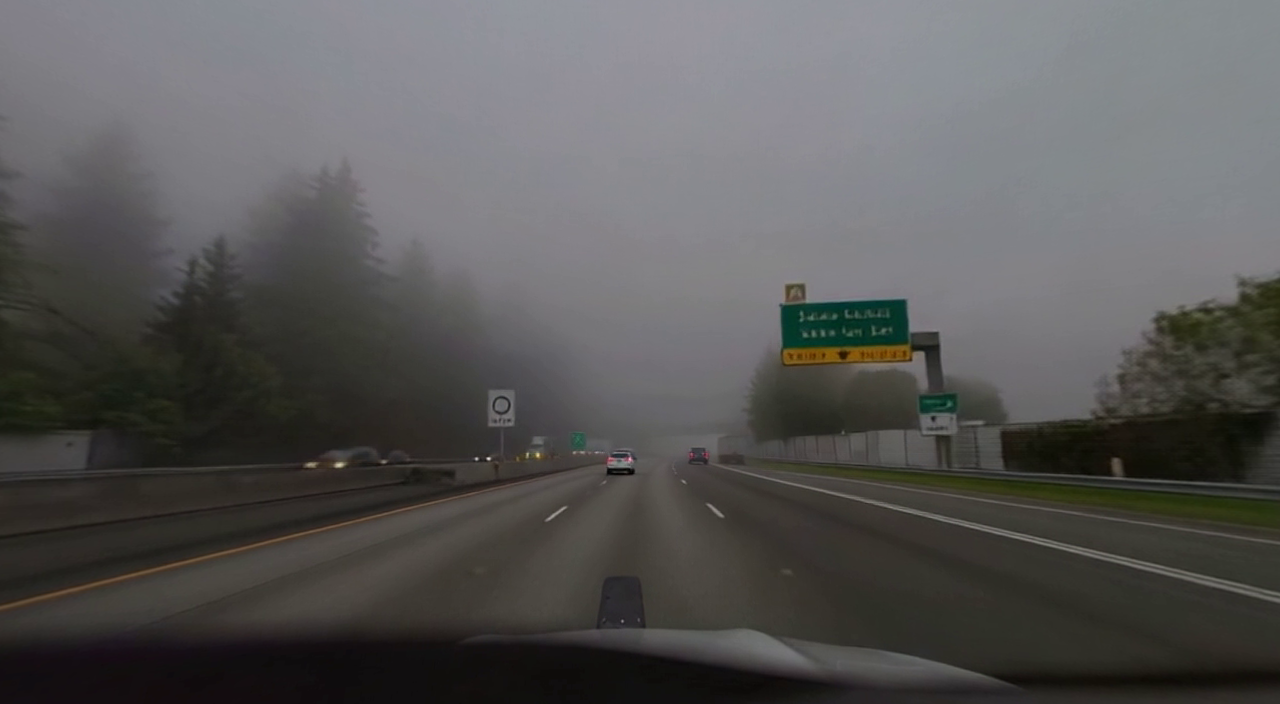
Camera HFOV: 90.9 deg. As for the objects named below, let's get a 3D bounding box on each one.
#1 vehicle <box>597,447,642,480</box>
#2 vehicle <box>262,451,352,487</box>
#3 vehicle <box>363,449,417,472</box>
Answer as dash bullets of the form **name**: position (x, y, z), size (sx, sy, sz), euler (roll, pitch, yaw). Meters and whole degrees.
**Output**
- **vehicle**: position (-0.983, 5.645, 32.077), size (2.035, 1.513, 4.272), euler (0, -9, 2)
- **vehicle**: position (-14.965, 5.257, 28.575), size (1.817, 1.470, 3.869), euler (-1, -9, 3)
- **vehicle**: position (-18.006, 7.826, 45.609), size (1.859, 1.580, 4.271), euler (-1, -9, 4)
